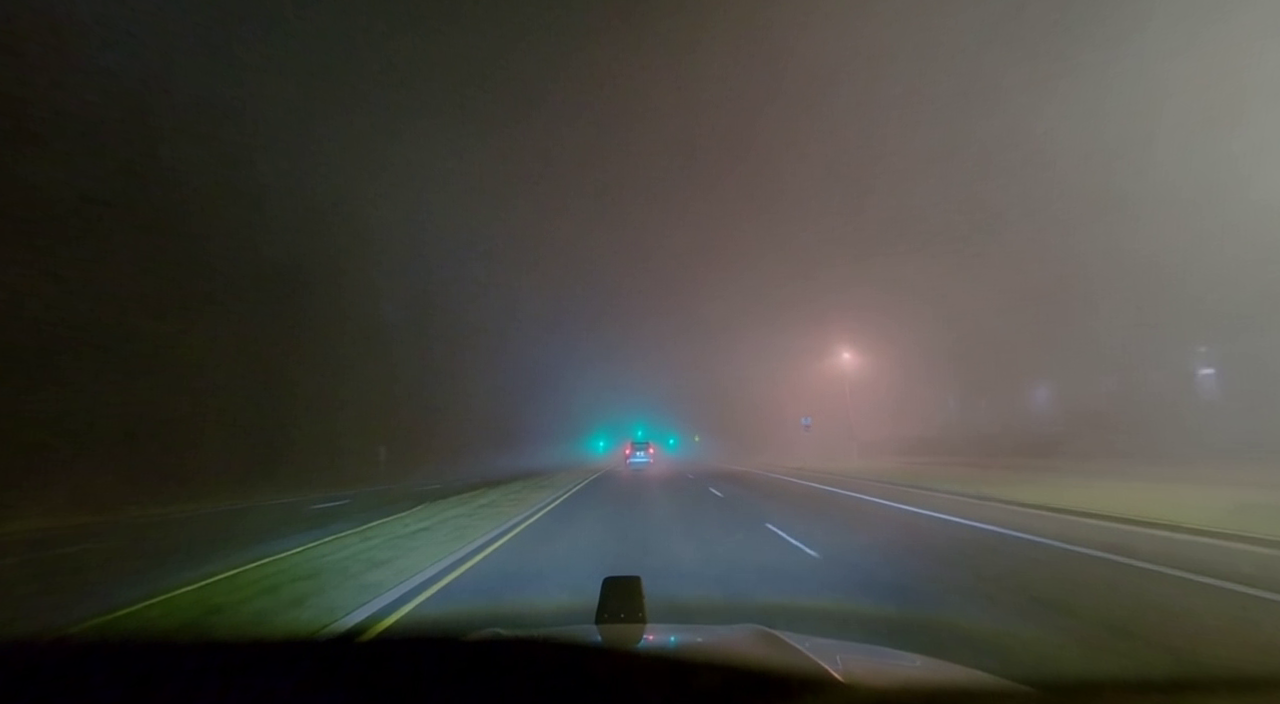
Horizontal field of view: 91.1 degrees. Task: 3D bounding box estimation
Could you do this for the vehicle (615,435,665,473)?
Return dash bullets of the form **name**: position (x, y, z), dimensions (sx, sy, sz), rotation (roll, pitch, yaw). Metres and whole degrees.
- **vehicle**: position (0.007, 5.007, 30.956), dimensions (2.256, 1.734, 4.176), rotation (0, -9, 0)
